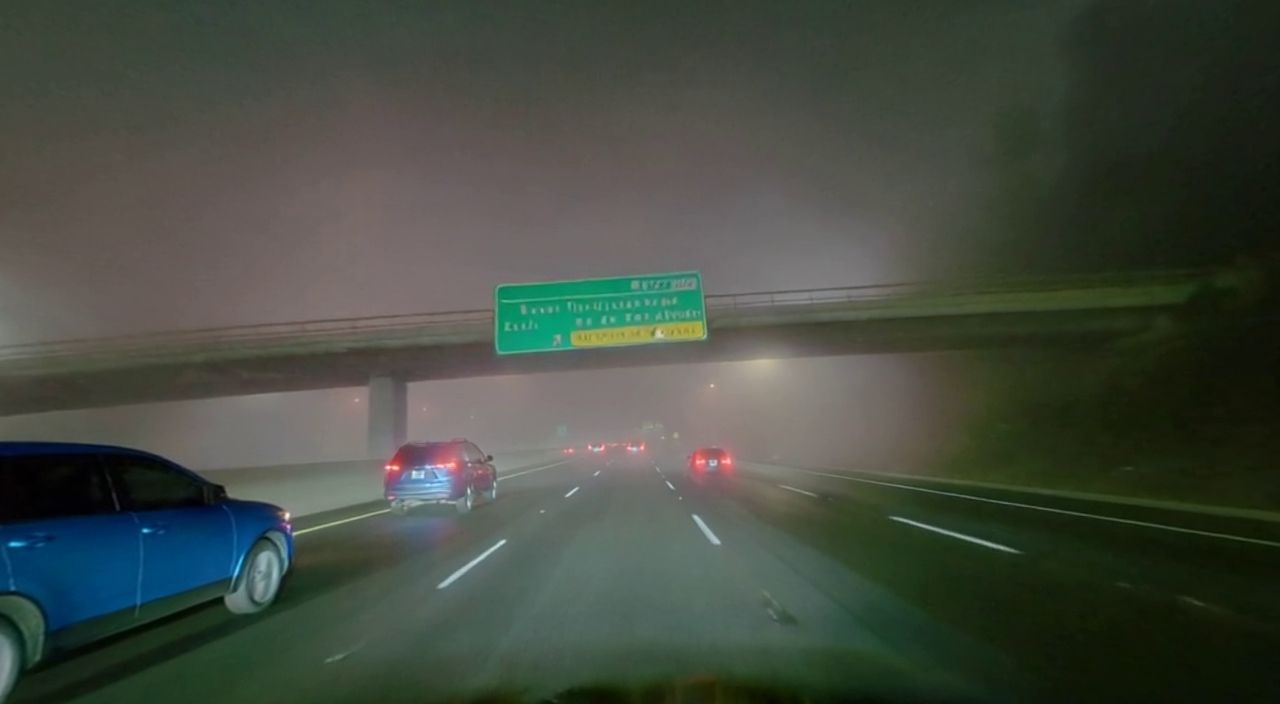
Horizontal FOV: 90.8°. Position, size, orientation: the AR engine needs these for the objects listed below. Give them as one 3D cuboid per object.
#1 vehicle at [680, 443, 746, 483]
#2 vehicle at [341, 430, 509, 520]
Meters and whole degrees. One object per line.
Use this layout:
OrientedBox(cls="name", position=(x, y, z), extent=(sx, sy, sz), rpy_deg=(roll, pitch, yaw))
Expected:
OrientedBox(cls="vehicle", position=(2.832, 4.408, 25.511), extent=(2.083, 1.453, 4.307), rpy_deg=(0, -8, -1))
OrientedBox(cls="vehicle", position=(-4.393, 2.569, 13.721), extent=(2.193, 1.641, 4.077), rpy_deg=(0, -8, 0))
